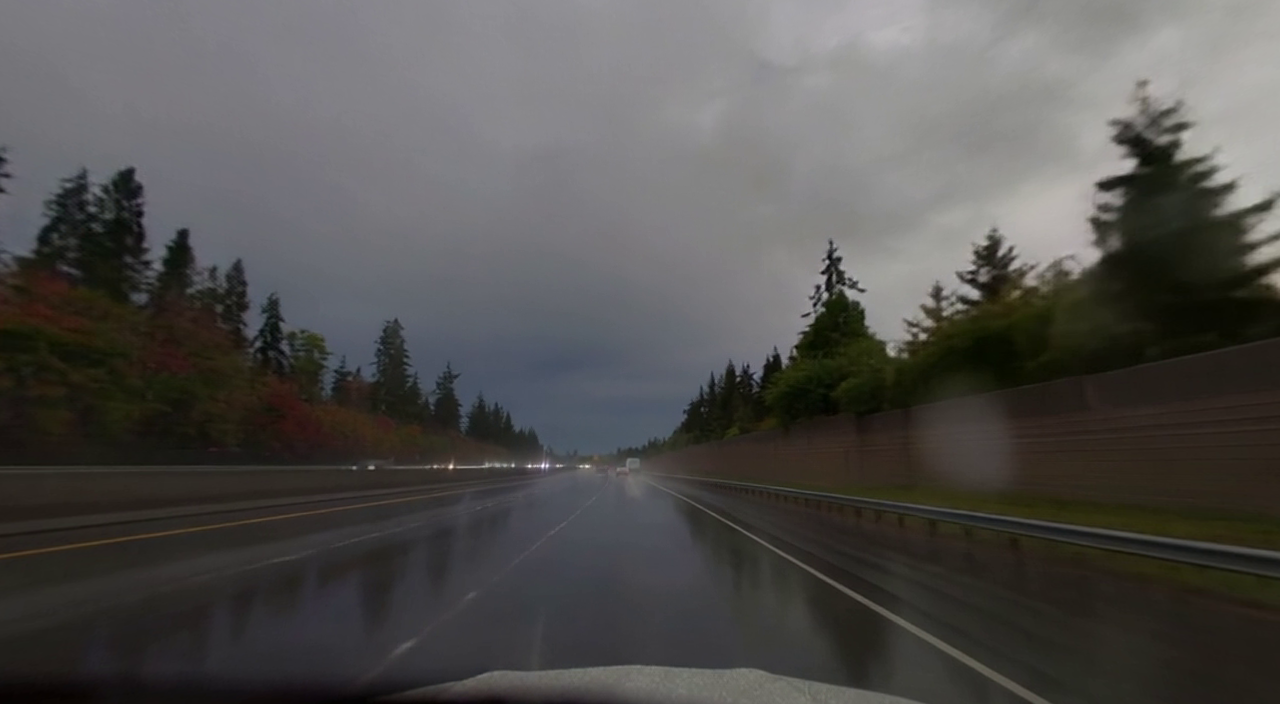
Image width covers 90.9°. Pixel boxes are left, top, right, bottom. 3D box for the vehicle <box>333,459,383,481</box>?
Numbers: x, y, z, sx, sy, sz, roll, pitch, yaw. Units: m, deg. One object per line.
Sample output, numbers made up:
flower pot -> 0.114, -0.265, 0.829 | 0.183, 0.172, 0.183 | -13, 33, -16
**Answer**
vehicle -> -20.453, 8.586, 45.882 | 1.738, 1.469, 4.047 | 1, -10, -1
